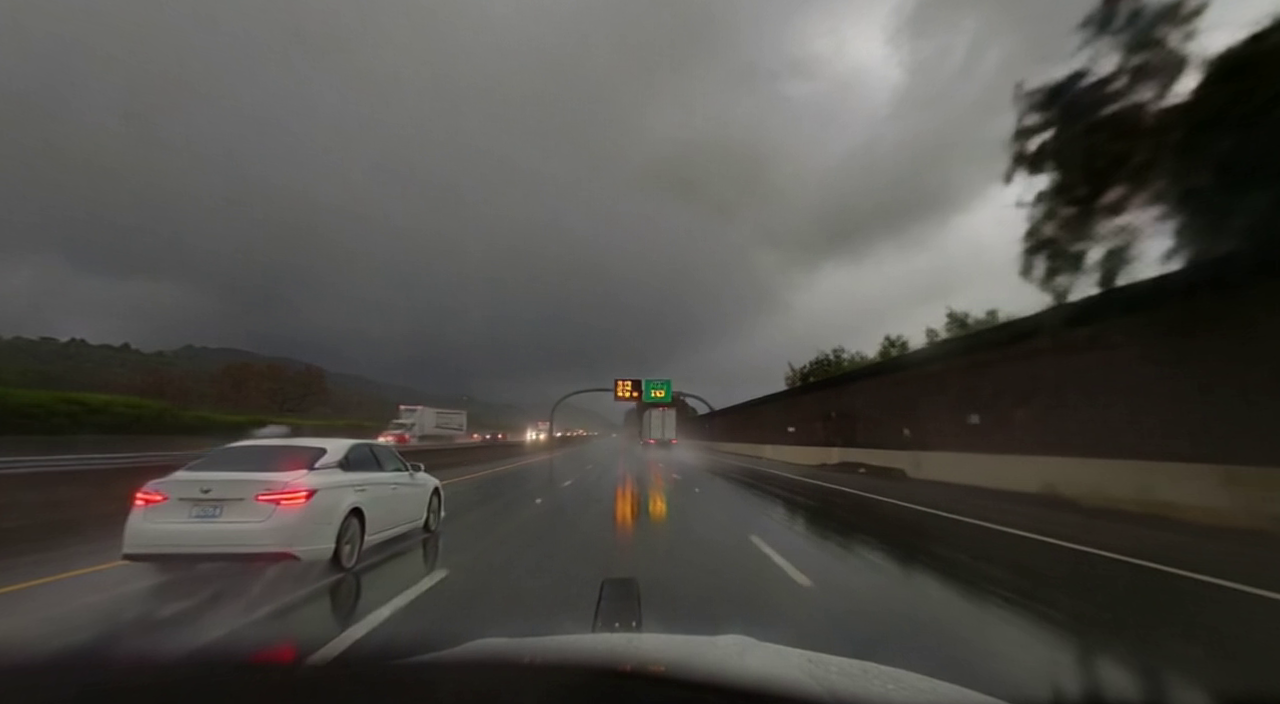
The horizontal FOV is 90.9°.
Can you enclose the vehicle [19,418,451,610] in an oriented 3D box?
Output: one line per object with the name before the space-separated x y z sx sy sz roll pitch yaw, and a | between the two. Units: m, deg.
vehicle | -3.749 1.533 7.053 1.971 1.444 4.401 0 -8 -1
